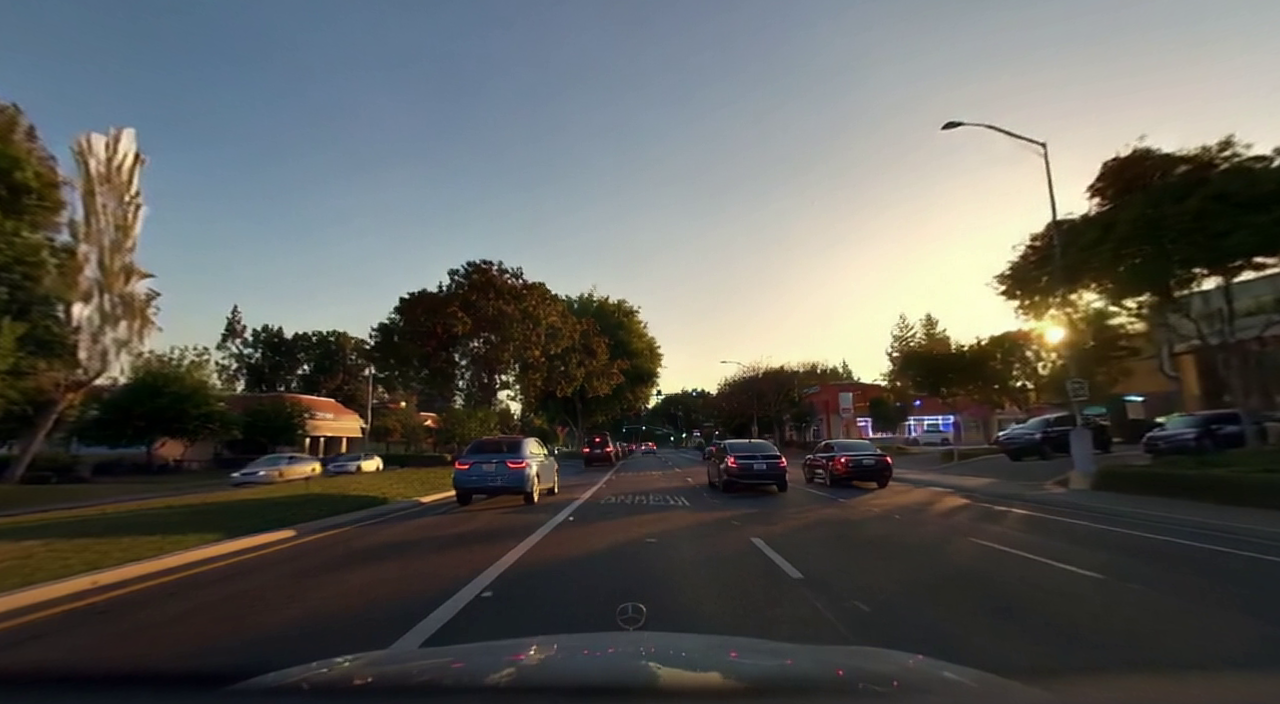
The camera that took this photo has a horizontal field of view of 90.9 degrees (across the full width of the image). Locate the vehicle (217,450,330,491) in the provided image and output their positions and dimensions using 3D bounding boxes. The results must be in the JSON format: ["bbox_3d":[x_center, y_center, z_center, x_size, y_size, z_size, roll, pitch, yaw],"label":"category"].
[{"bbox_3d":[-14.464,4.678,25.198,1.858,1.456,4.347,0,-9,1],"label":"vehicle"}]

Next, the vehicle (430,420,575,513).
[{"bbox_3d":[-2.834,2.504,14.161,2.141,1.719,4.379,0,-9,2],"label":"vehicle"}]

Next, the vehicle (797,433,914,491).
[{"bbox_3d":[6.377,3.322,19.311,1.881,1.540,4.750,0,-9,0],"label":"vehicle"}]

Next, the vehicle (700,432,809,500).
[{"bbox_3d":[2.808,2.915,16.430,2.004,1.512,4.206,0,-9,0],"label":"vehicle"}]

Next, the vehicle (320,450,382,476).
[{"bbox_3d":[-17.703,6.779,38.767,1.749,1.454,4.318,0,-9,0],"label":"vehicle"}]

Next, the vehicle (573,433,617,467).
[{"bbox_3d":[-2.461,5.548,35.768,2.117,1.799,4.442,0,-9,1],"label":"vehicle"}]

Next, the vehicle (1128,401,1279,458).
[{"bbox_3d":[17.024,2.346,18.738,4.698,1.495,2.125,4,-10,-29],"label":"vehicle"}]

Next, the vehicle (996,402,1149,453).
[{"bbox_3d":[16.726,2.971,24.427,4.953,1.804,2.337,3,-9,-21],"label":"vehicle"}]
